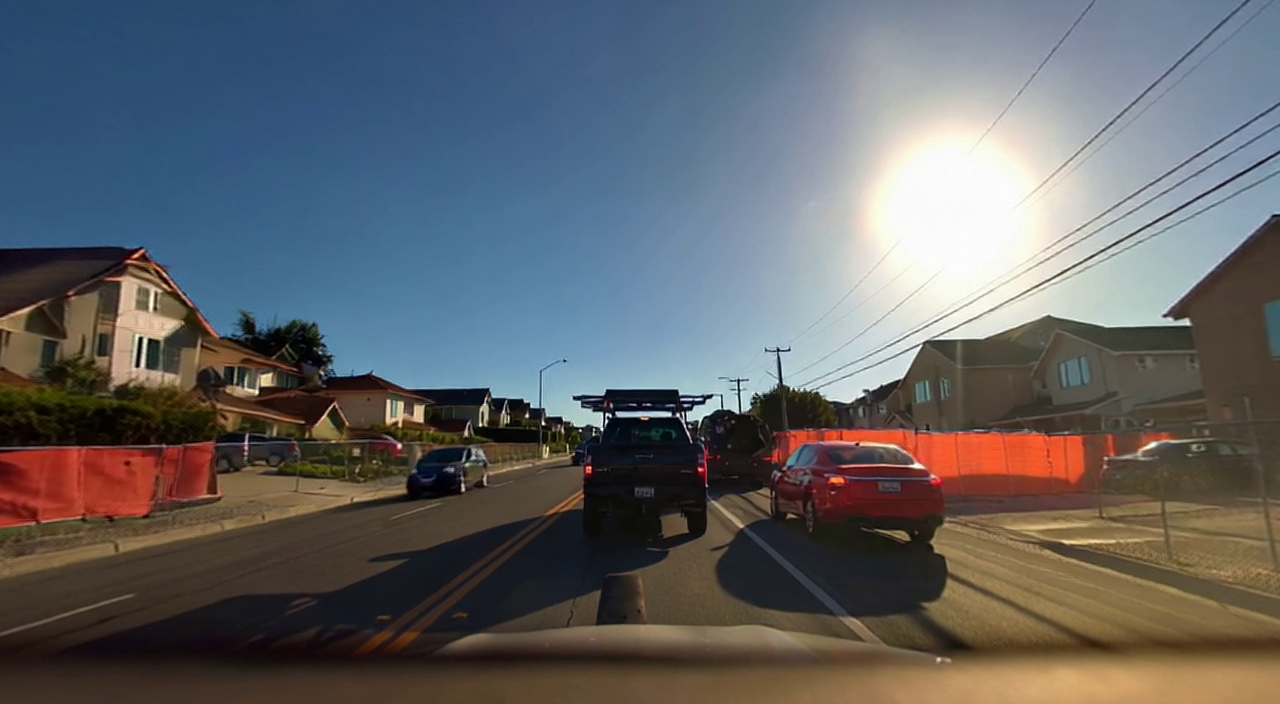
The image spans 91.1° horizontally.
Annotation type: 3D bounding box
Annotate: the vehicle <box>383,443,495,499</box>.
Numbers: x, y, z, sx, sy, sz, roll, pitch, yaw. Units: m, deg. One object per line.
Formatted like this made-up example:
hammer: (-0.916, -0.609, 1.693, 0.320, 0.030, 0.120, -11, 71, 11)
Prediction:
vehicle: (-6.076, 3.614, 19.637, 1.953, 1.528, 4.492, 0, -8, 1)

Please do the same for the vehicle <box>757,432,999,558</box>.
vehicle: (3.292, 2.053, 9.867, 2.010, 1.499, 4.481, 0, -8, -1)

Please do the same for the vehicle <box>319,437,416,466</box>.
vehicle: (-15.050, 5.516, 34.857, 4.490, 1.500, 1.875, 0, -8, -2)

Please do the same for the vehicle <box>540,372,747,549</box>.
vehicle: (0.085, 1.906, 11.654, 2.751, 2.361, 6.347, 0, -8, 1)

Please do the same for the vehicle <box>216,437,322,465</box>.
vehicle: (-20.352, 5.440, 34.569, 4.706, 1.468, 1.817, -1, -8, 3)
